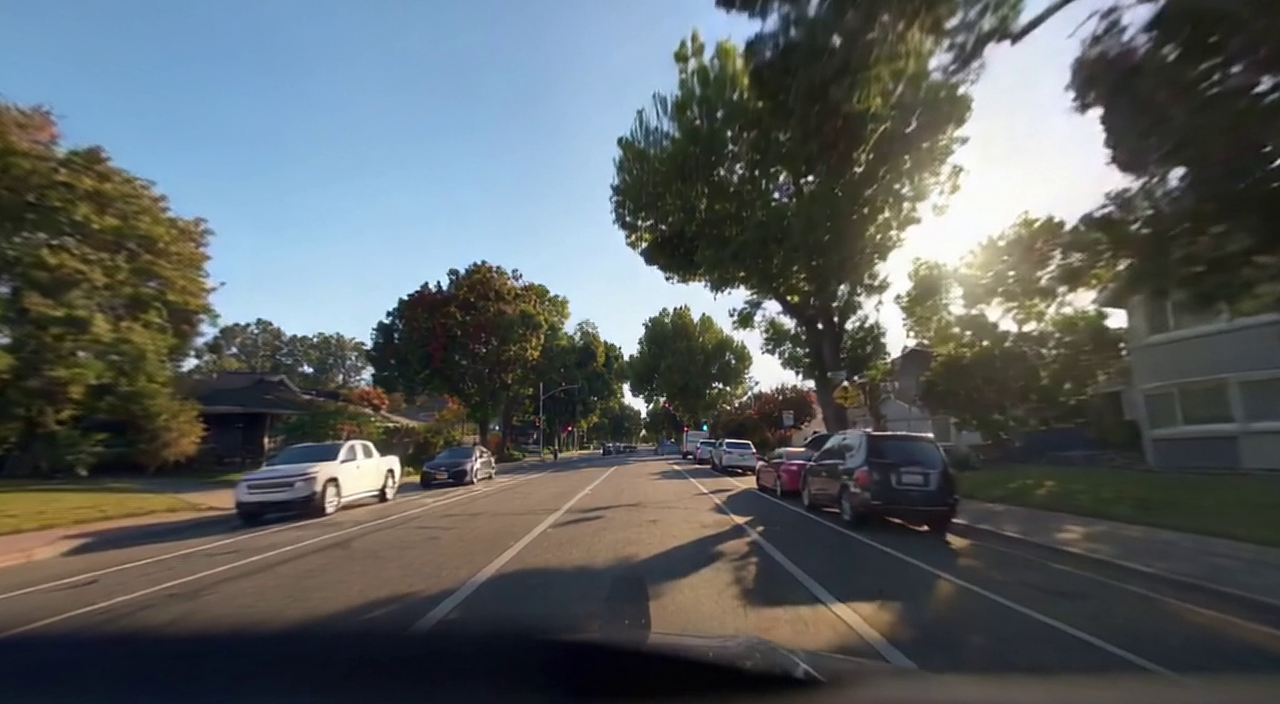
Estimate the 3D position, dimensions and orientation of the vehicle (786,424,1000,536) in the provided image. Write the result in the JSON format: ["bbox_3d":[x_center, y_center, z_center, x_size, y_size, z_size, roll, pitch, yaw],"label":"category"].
[{"bbox_3d":[4.499,2.358,12.322,2.118,1.701,5.067,0,-8,0],"label":"vehicle"}]

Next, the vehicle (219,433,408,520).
[{"bbox_3d":[-7.377,2.826,14.884,1.985,1.714,4.395,-1,-8,2],"label":"vehicle"}]

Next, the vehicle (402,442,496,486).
[{"bbox_3d":[-7.073,4.197,23.907,2.041,1.489,4.439,-1,-8,2],"label":"vehicle"}]

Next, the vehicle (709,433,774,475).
[{"bbox_3d":[4.808,4.930,30.669,2.279,1.829,4.859,0,-9,0],"label":"vehicle"}]
